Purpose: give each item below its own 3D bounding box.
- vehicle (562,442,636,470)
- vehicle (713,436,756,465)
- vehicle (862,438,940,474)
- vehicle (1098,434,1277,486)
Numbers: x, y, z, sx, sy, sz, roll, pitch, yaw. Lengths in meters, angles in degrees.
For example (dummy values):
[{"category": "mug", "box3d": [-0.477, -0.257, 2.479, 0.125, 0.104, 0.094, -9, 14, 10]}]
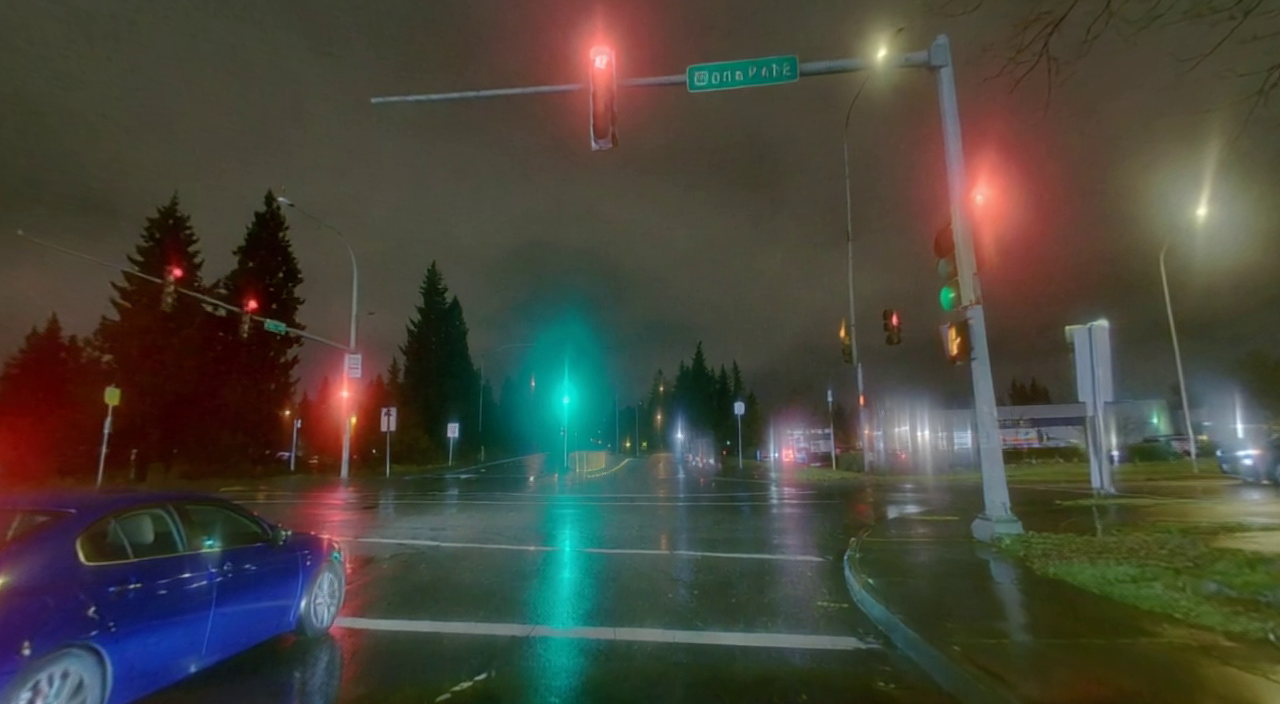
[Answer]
[{"category": "vehicle", "box3d": [-2.448, 6.152, 37.556, 3.991, 1.526, 1.868, -4, -9, 30]}, {"category": "vehicle", "box3d": [6.921, 7.189, 46.184, 1.491, 2.041, 2.964, 6, -9, -33]}, {"category": "vehicle", "box3d": [12.397, 5.041, 30.269, 1.922, 1.529, 3.964, 0, -12, -1]}, {"category": "vehicle", "box3d": [16.807, 3.321, 19.510, 3.876, 1.512, 1.784, 0, -8, -1]}]
